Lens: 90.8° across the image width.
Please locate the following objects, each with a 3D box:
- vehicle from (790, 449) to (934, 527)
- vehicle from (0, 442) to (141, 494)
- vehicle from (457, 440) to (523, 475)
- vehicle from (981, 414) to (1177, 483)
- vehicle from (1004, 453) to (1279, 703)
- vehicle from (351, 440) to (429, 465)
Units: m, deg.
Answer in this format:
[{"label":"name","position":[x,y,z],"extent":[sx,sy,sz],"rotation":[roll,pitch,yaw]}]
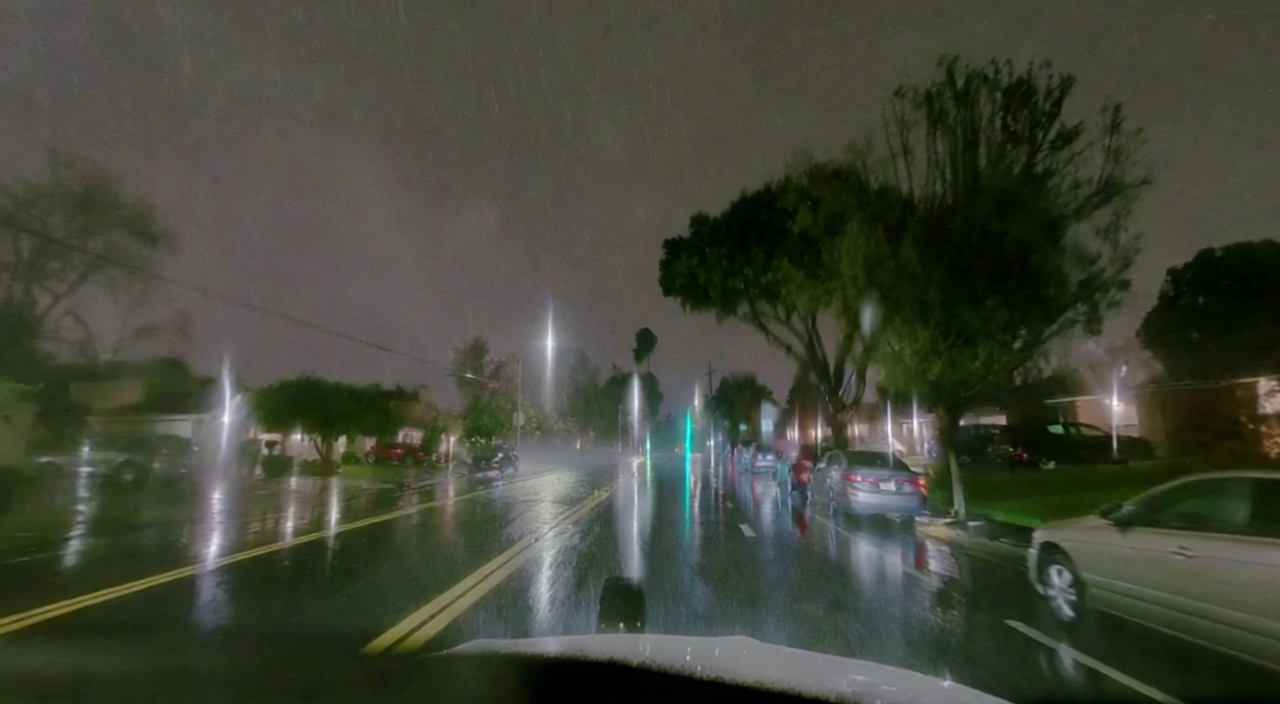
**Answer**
[{"label":"vehicle","position":[4.664,2.875,14.012],"extent":[1.911,1.395,4.362],"rotation":[0,-8,4]},{"label":"vehicle","position":[-18.543,3.597,19.795],"extent":[4.245,1.512,1.957],"rotation":[0,-8,5]},{"label":"vehicle","position":[-8.362,5.961,35.778],"extent":[2.093,1.767,5.120],"rotation":[-2,-9,5]},{"label":"vehicle","position":[14.451,3.223,21.107],"extent":[4.704,1.942,2.207],"rotation":[-3,-9,4]},{"label":"vehicle","position":[4.271,1.310,3.394],"extent":[1.925,1.445,4.554],"rotation":[0,-8,0]},{"label":"vehicle","position":[-17.085,6.876,43.334],"extent":[4.509,1.698,1.890],"rotation":[-1,-8,6]}]
